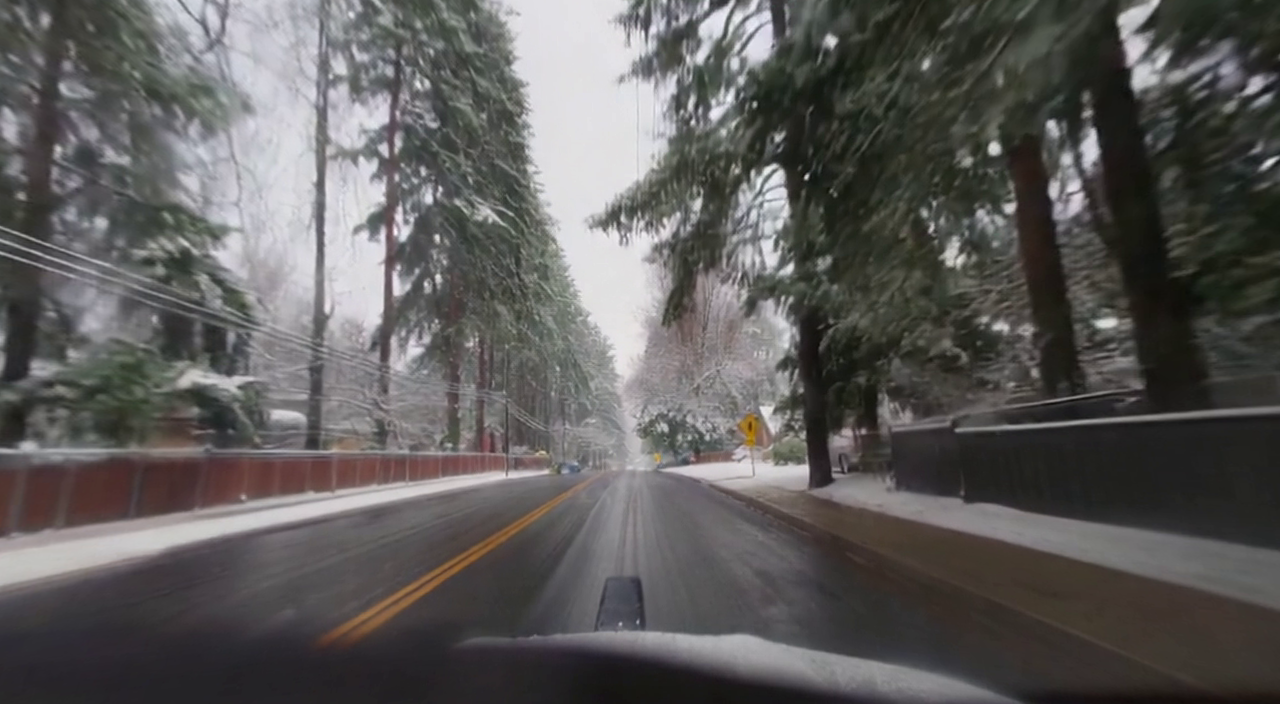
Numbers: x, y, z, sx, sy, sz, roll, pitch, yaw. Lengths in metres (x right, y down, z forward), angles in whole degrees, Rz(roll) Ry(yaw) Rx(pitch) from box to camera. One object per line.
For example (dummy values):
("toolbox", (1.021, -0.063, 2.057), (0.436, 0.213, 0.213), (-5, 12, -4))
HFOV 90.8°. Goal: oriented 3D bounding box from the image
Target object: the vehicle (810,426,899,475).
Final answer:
("vehicle", (9.882, 4.615, 29.748), (2.335, 2.028, 6.172), (-1, -9, 4))
